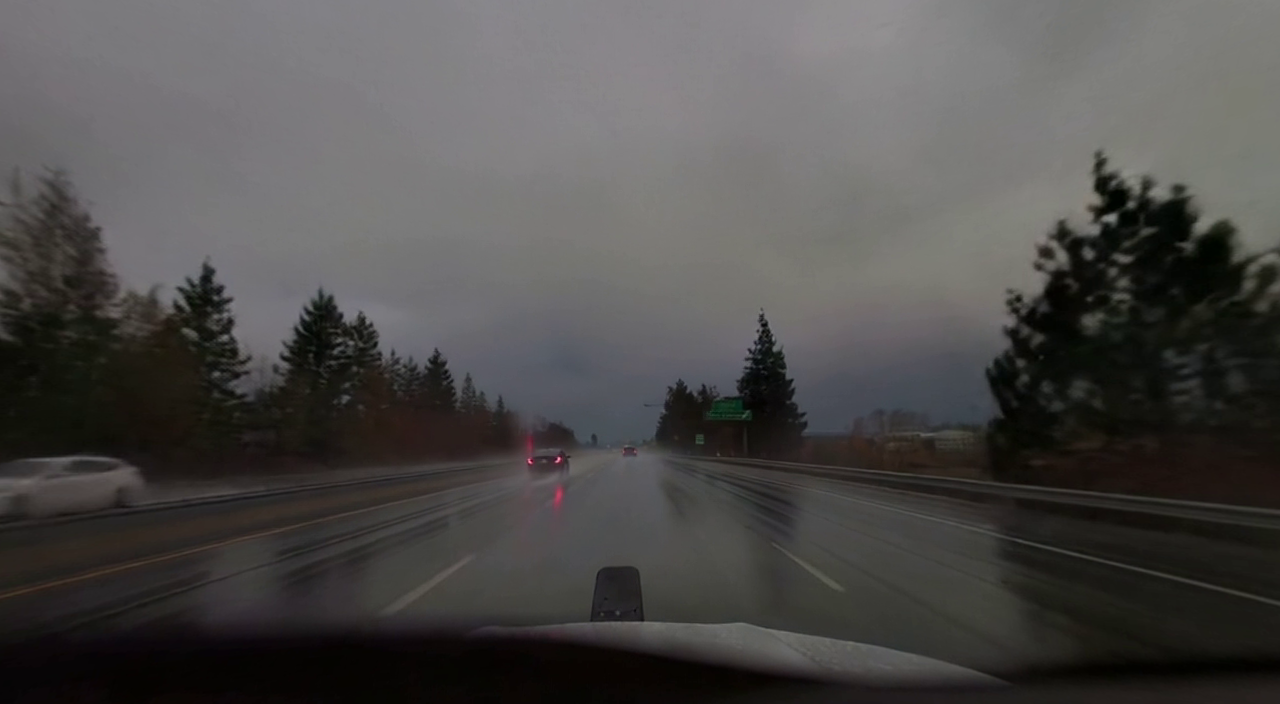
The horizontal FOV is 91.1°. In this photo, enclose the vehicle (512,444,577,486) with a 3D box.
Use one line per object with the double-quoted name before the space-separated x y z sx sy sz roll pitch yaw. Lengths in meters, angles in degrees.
"vehicle" -3.726 4.472 25.196 1.970 1.492 3.944 0 -9 0
